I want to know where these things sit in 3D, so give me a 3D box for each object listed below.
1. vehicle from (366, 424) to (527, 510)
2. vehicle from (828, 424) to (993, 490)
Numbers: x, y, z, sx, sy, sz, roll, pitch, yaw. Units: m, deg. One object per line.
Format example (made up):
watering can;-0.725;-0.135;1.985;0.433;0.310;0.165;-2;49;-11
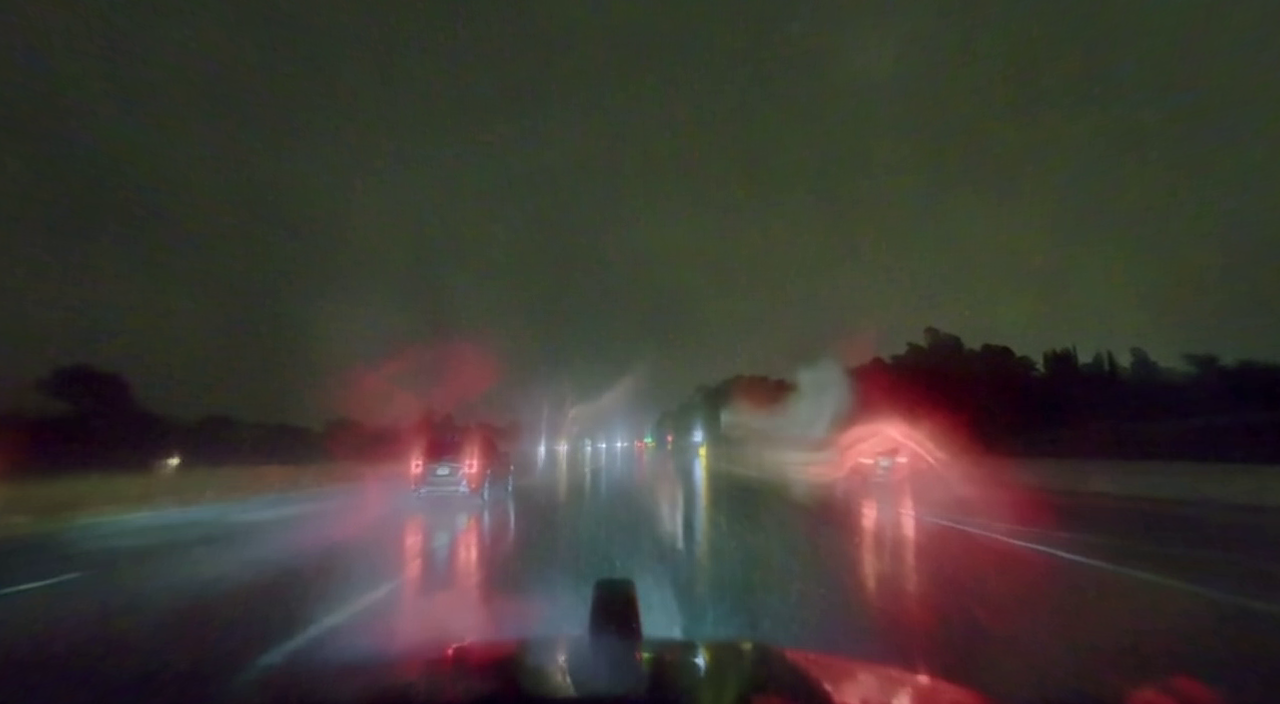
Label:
vehicle;-4.258;2.609;14.934;2.200;1.662;5.091;0;-8;0
vehicle;7.575;2.988;18.348;2.136;1.641;4.964;1;-8;-7
